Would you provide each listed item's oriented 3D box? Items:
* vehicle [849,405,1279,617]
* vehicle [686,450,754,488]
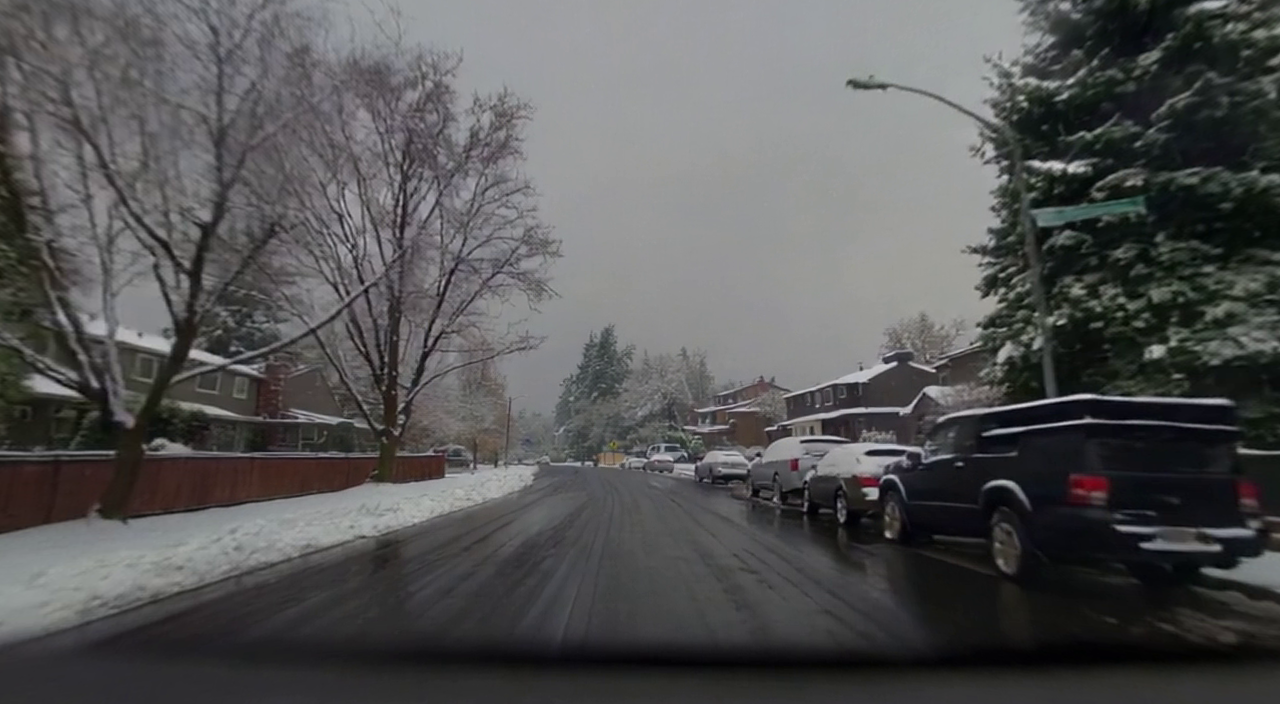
[{"bbox_3d":[5.402,1.947,8.945,2.715,1.900,6.163,1,-9,-1],"label":"vehicle"},{"bbox_3d":[4.101,6.094,33.326,2.111,1.771,4.942,1,-9,-11],"label":"vehicle"}]
